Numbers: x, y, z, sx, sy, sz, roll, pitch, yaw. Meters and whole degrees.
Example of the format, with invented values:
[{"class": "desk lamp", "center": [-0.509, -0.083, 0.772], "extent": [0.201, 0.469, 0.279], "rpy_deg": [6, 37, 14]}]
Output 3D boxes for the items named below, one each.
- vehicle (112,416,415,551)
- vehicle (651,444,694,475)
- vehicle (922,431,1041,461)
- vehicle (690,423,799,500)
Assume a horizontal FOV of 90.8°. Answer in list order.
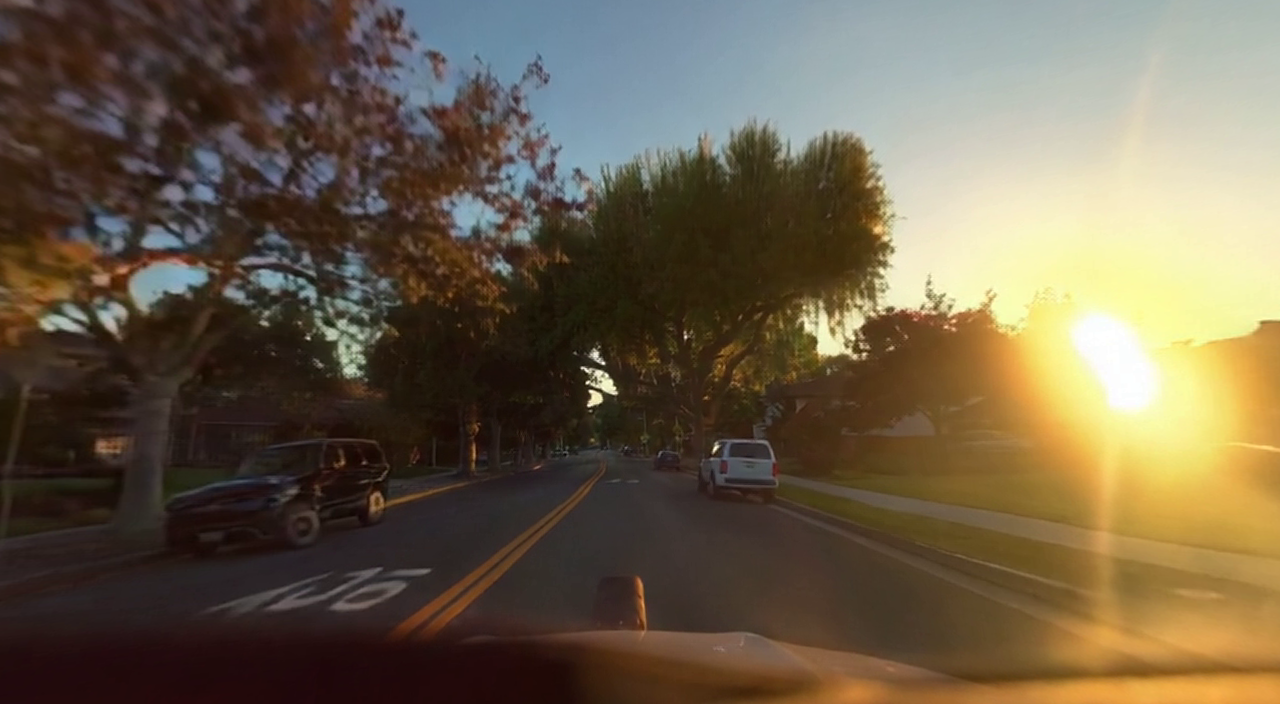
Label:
[{"class": "vehicle", "center": [-6.123, 2.245, 11.442], "extent": [2.102, 1.801, 5.574], "rpy_deg": [-1, -9, -1]}, {"class": "vehicle", "center": [1.756, 6.041, 35.728], "extent": [1.988, 1.618, 4.567], "rpy_deg": [0, -8, -3]}, {"class": "vehicle", "center": [16.243, 4.482, 30.213], "extent": [4.560, 1.350, 1.882], "rpy_deg": [-1, -8, 3]}, {"class": "vehicle", "center": [2.532, 2.794, 16.511], "extent": [2.007, 1.702, 4.430], "rpy_deg": [0, -8, -1]}]
